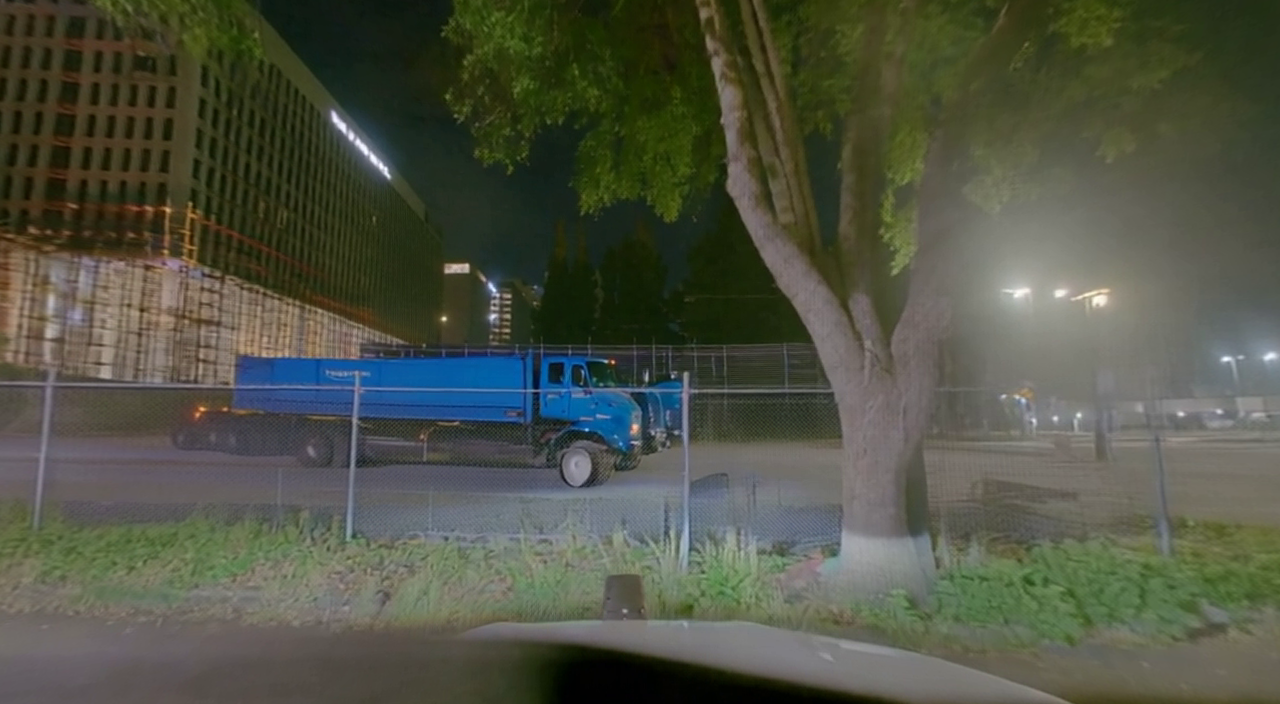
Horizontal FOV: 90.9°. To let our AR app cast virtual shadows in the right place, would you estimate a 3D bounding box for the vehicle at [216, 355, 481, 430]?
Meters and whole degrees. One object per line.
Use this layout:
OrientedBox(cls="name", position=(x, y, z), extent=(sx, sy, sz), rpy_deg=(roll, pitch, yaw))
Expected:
OrientedBox(cls="vehicle", position=(-17.068, 2.548, 38.025), extent=(14.067, 4.099, 2.832), rpy_deg=(1, -8, -7))
